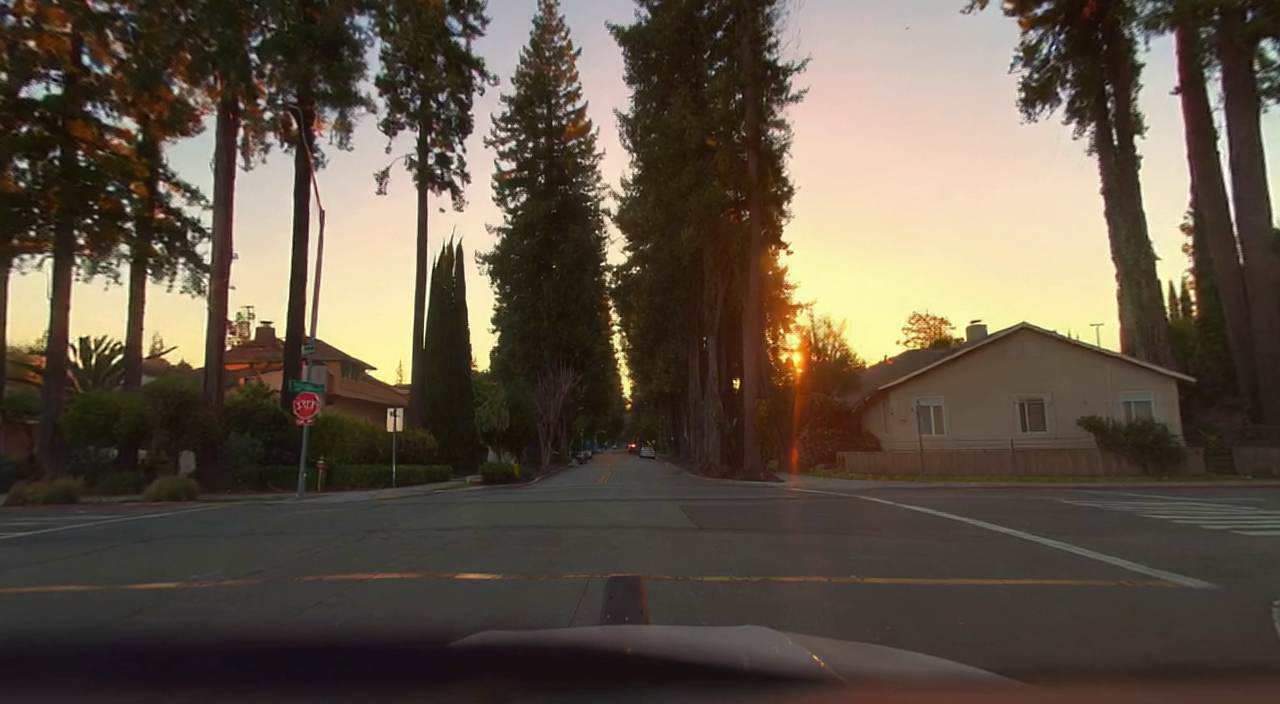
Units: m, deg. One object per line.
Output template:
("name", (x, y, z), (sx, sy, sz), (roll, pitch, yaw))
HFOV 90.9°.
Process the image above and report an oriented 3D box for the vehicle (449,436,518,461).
("vehicle", (-11.678, 7.207, 47.244), (4.622, 1.782, 1.836), (0, -8, 1))
